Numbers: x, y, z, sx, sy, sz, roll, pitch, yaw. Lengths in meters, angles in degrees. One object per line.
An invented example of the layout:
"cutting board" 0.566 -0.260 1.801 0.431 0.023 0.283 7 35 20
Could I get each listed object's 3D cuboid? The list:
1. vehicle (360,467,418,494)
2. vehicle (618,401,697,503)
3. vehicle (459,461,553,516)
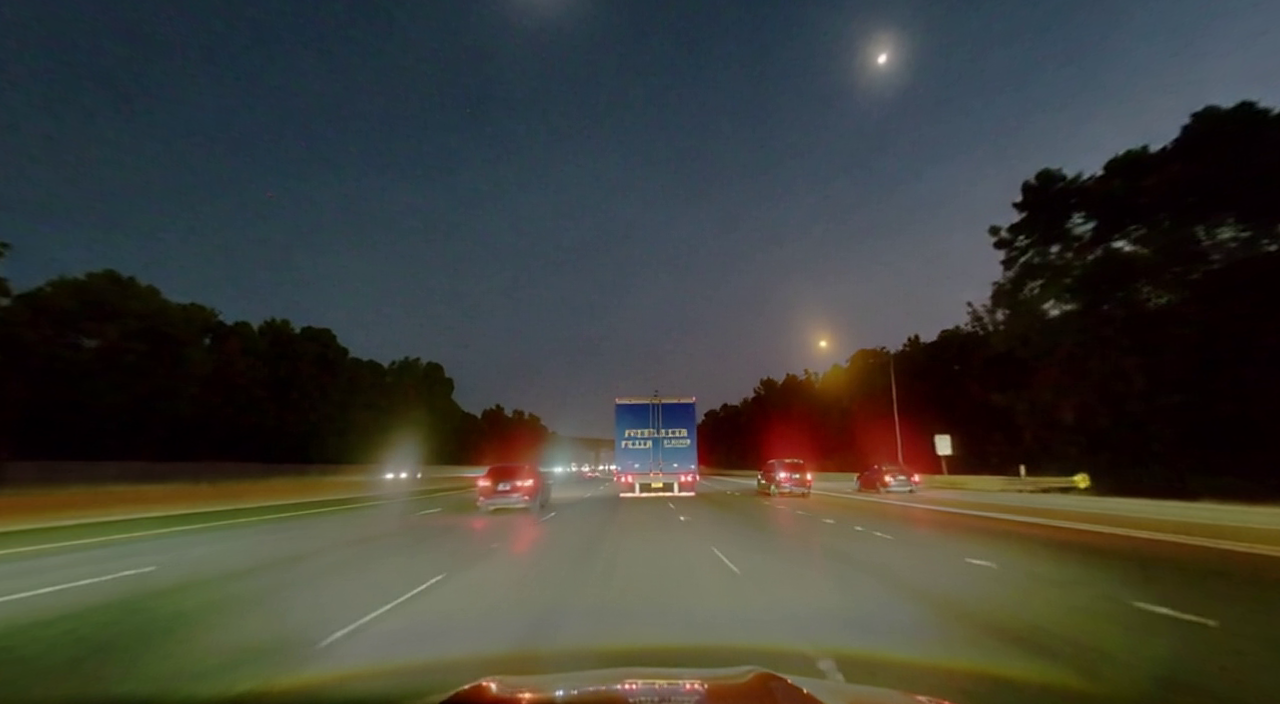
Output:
"vehicle" -16.449 8.439 41.524 1.949 1.627 4.472 1 -10 0
"vehicle" 0.536 4.650 28.687 2.980 3.834 9.423 1 -10 -2
"vehicle" -4.143 4.310 20.268 1.978 1.516 4.617 1 -10 0
